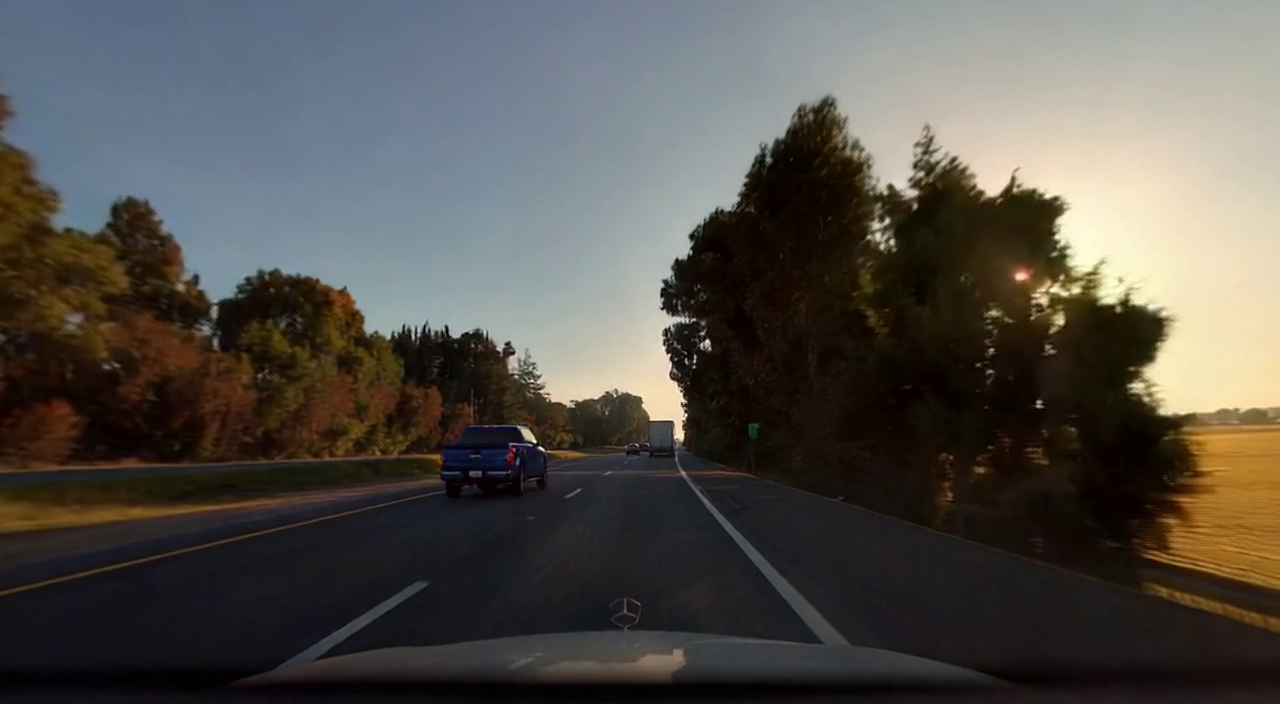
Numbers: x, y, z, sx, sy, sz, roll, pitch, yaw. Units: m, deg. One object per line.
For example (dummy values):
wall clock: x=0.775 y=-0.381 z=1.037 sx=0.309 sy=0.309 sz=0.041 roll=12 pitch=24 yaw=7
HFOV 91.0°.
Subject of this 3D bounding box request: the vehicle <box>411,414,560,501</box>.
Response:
vehicle: x=-3.565 y=2.597 z=15.775 sx=2.295 sy=1.815 sz=4.983 roll=0 pitch=-9 yaw=2
